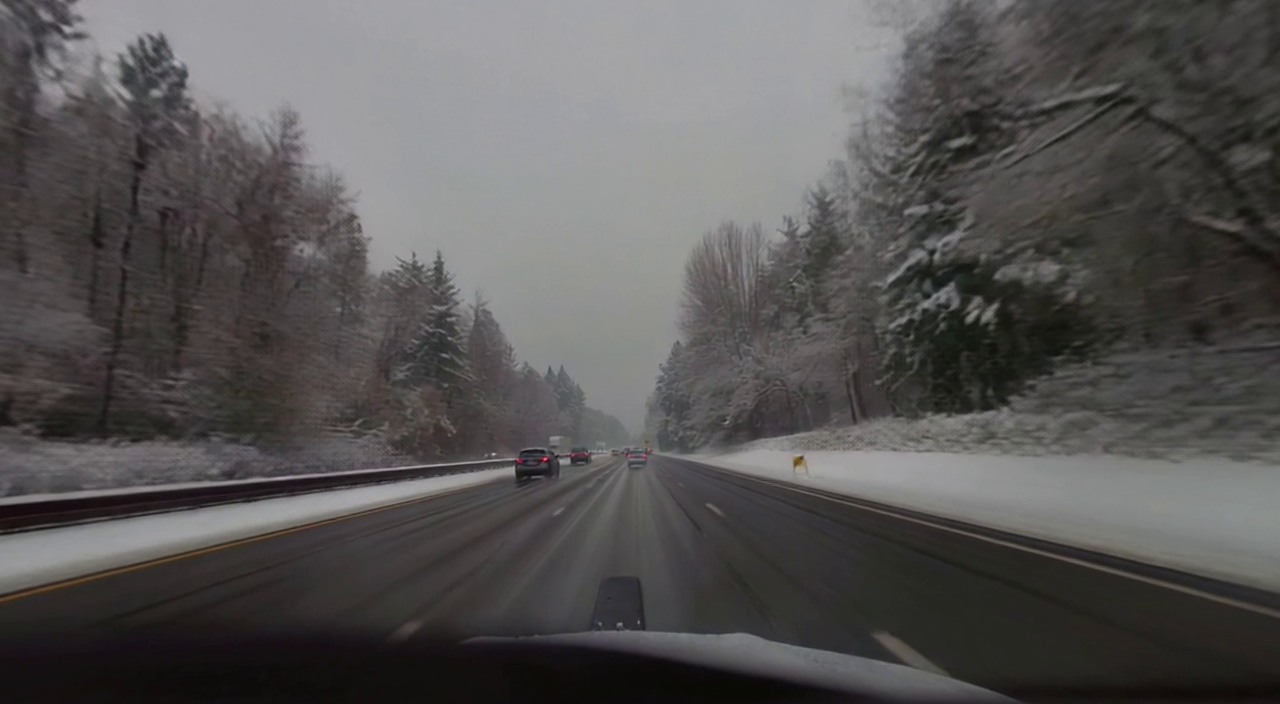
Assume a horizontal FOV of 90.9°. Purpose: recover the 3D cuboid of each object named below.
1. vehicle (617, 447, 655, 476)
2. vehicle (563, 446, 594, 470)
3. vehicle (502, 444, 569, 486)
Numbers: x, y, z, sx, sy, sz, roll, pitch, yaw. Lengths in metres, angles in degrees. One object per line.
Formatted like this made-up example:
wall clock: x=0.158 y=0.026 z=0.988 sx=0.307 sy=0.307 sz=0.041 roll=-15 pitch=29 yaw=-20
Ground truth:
vehicle: x=-0.216 y=6.095 z=35.283 sx=2.001 sy=1.490 sz=3.914 roll=0 pitch=-9 yaw=0
vehicle: x=-4.504 y=7.780 z=46.366 sx=1.834 sy=1.615 sz=3.624 roll=0 pitch=-9 yaw=1
vehicle: x=-4.134 y=4.541 z=25.584 sx=1.978 sy=1.538 sz=3.755 roll=0 pitch=-9 yaw=1
